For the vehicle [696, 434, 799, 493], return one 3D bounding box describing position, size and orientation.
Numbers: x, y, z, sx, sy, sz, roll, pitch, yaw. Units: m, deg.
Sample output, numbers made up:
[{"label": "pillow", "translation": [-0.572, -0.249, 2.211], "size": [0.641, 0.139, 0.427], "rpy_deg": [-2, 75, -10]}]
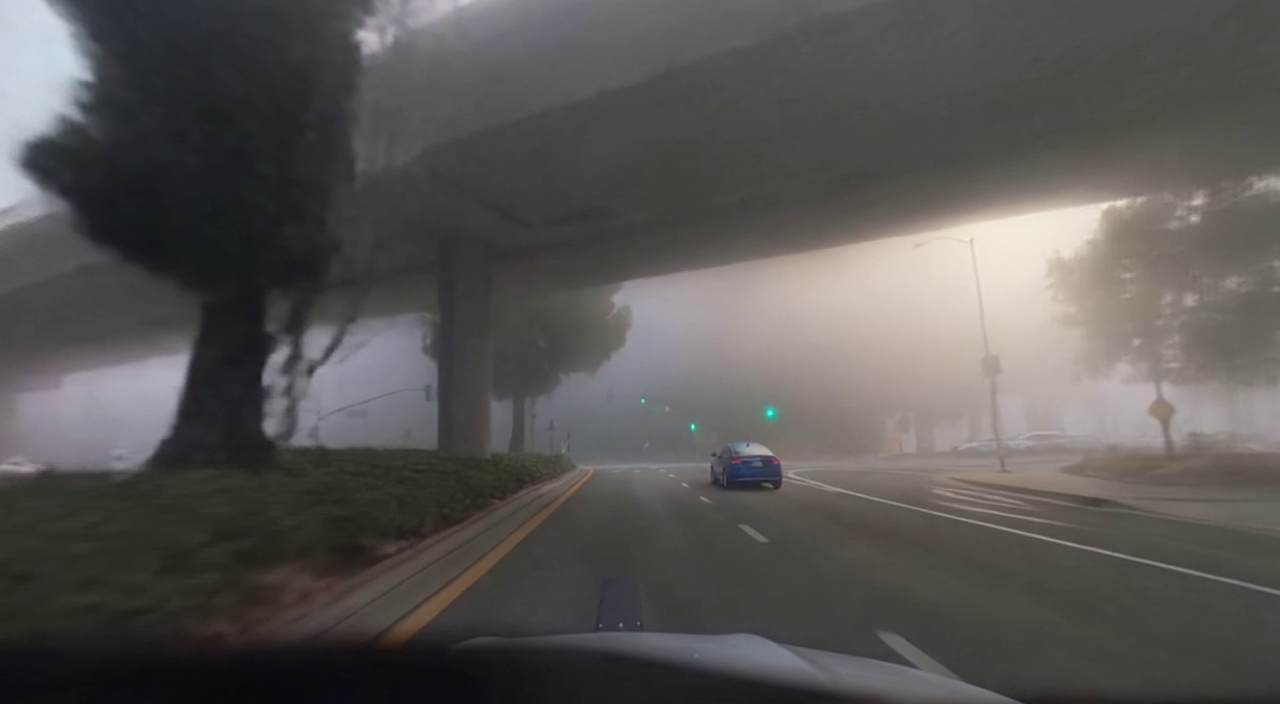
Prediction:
[{"label": "vehicle", "translation": [2.977, 3.213, 18.535], "size": [2.062, 1.484, 4.332], "rpy_deg": [0, -8, -2]}]
